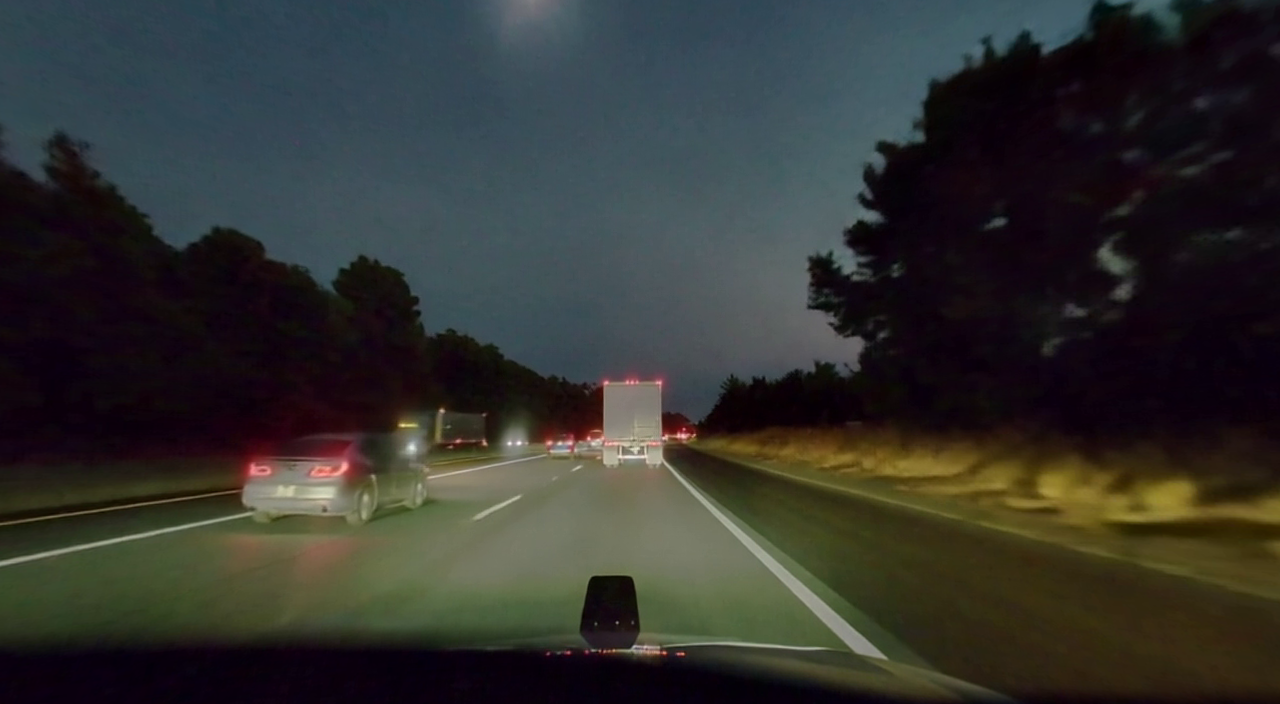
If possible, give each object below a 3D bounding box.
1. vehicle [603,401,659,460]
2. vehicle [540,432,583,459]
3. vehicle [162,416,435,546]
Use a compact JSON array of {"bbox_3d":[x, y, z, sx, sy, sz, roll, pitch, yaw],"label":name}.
[{"bbox_3d":[-0.374,3.371,27.003,2.319,2.461,1.270,0,-8,0],"label":"vehicle"},{"bbox_3d":[-5.017,6.058,40.987,2.138,1.697,4.587,0,-8,1],"label":"vehicle"},{"bbox_3d":[-4.709,1.802,9.493,1.909,1.520,3.897,0,-8,0],"label":"vehicle"}]
